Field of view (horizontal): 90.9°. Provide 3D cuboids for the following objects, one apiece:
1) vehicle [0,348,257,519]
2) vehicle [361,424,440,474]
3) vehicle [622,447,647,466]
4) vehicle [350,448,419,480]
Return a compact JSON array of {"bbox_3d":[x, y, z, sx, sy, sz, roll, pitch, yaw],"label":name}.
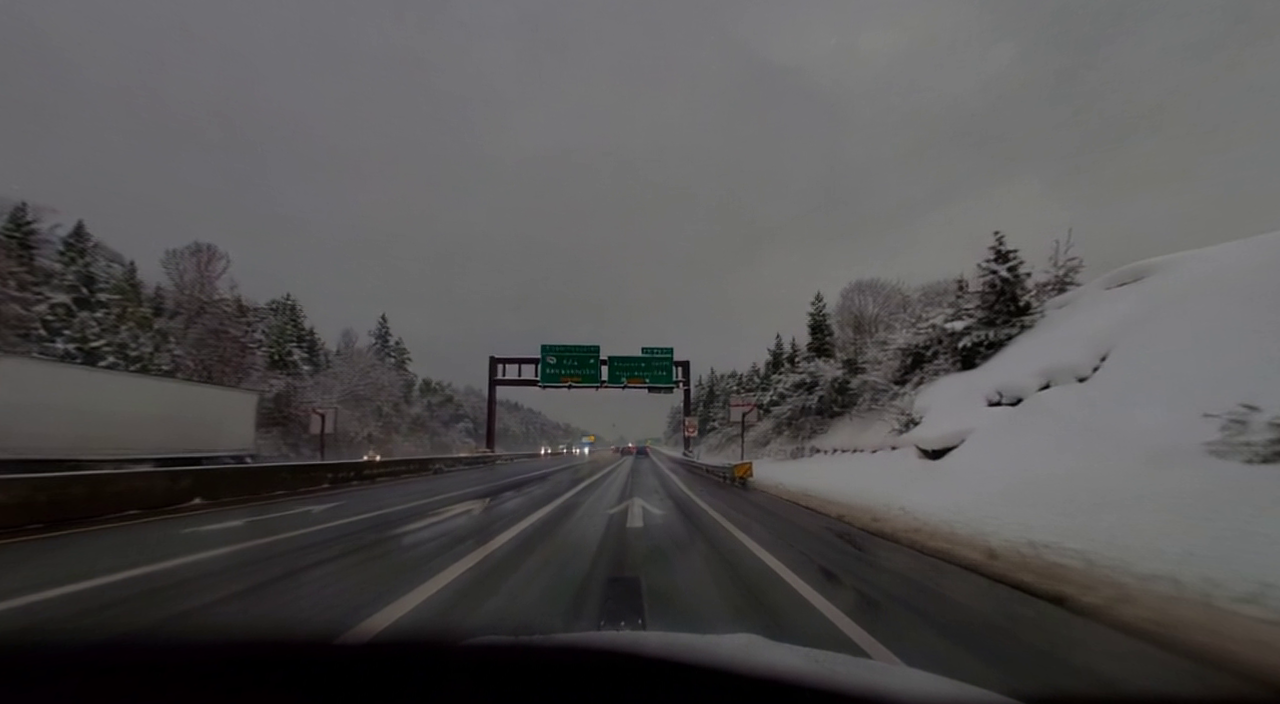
[{"bbox_3d":[-14.960,2.257,16.724,2.988,3.568,10.170,0,-9,1],"label":"vehicle"},{"bbox_3d":[-18.797,7.549,49.025,3.061,3.490,8.999,7,-11,-37],"label":"vehicle"},{"bbox_3d":[-0.396,8.300,49.955,1.807,1.427,3.645,-1,-9,2],"label":"vehicle"},{"bbox_3d":[-14.808,6.504,36.888,2.144,1.764,4.730,0,-9,-1],"label":"vehicle"}]
